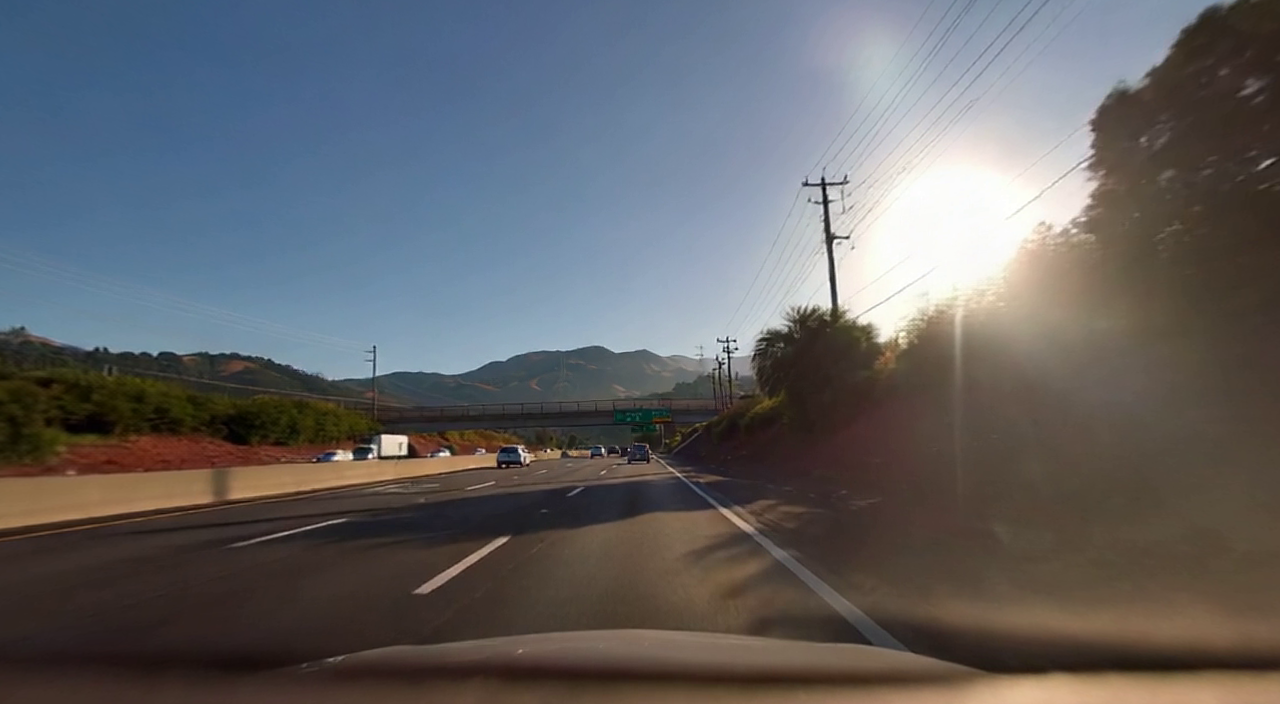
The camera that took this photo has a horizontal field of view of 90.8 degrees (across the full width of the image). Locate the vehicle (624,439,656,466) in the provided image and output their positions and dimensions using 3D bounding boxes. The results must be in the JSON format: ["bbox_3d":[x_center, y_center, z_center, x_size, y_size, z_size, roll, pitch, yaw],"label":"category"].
[{"bbox_3d":[0.000,6.901,43.363,2.063,1.715,4.299,-1,-9,0],"label":"vehicle"}]

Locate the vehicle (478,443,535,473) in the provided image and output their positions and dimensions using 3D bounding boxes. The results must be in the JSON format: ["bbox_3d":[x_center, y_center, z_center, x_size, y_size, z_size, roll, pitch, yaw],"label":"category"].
[{"bbox_3d":[-7.187,5.758,34.515,2.077,1.511,4.323,-1,-9,1],"label":"vehicle"}]
